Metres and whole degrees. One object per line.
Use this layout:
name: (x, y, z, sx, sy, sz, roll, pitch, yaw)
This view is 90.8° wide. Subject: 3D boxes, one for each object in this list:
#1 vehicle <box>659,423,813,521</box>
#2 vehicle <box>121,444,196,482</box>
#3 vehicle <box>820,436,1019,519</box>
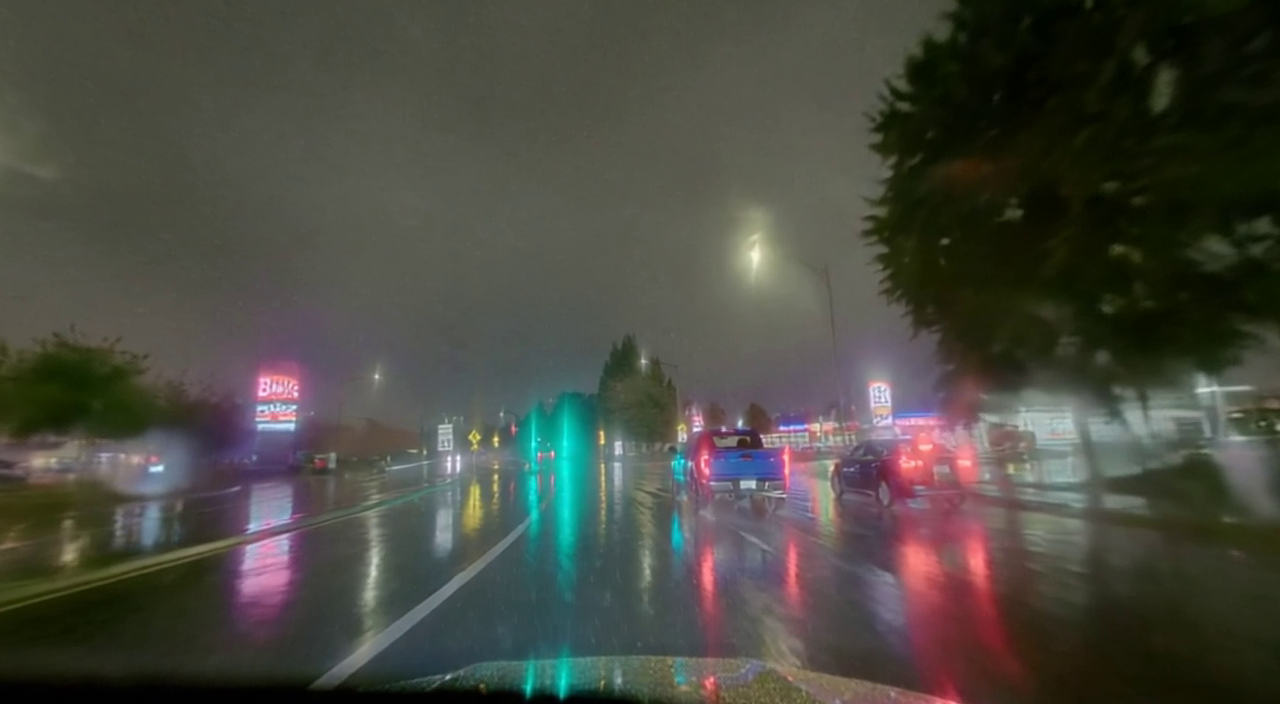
vehicle: (1.814, 2.529, 13.933, 2.214, 1.749, 4.998, 1, -9, -5)
vehicle: (-36.295, 8.316, 47.872, 2.217, 2.629, 5.839, 2, -9, -14)
vehicle: (5.670, 2.577, 13.561, 1.986, 1.480, 4.296, 1, -9, -5)
